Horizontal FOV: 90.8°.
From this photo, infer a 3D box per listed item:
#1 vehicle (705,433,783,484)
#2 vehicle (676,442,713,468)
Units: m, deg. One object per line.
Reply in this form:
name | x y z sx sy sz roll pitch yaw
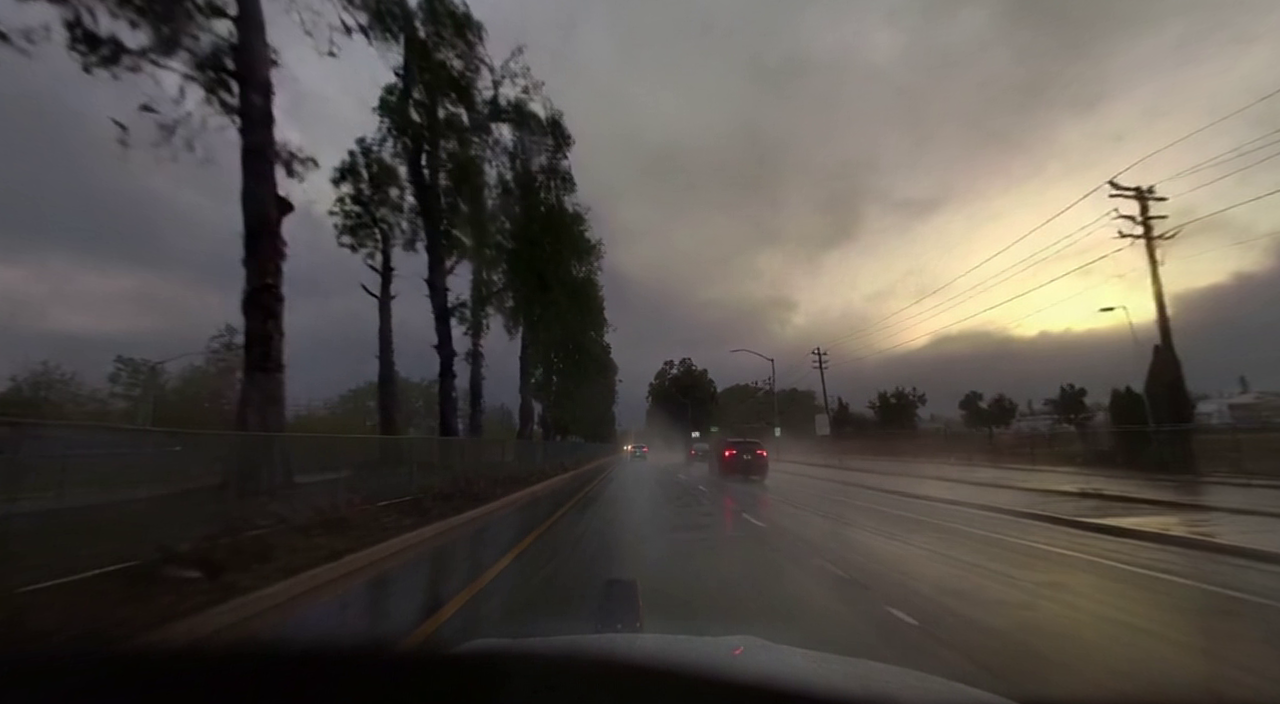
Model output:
vehicle | 3.950 4.145 24.891 2.112 1.825 4.574 0 -9 -2
vehicle | 3.688 7.080 43.500 2.012 1.653 4.115 0 -9 -2
